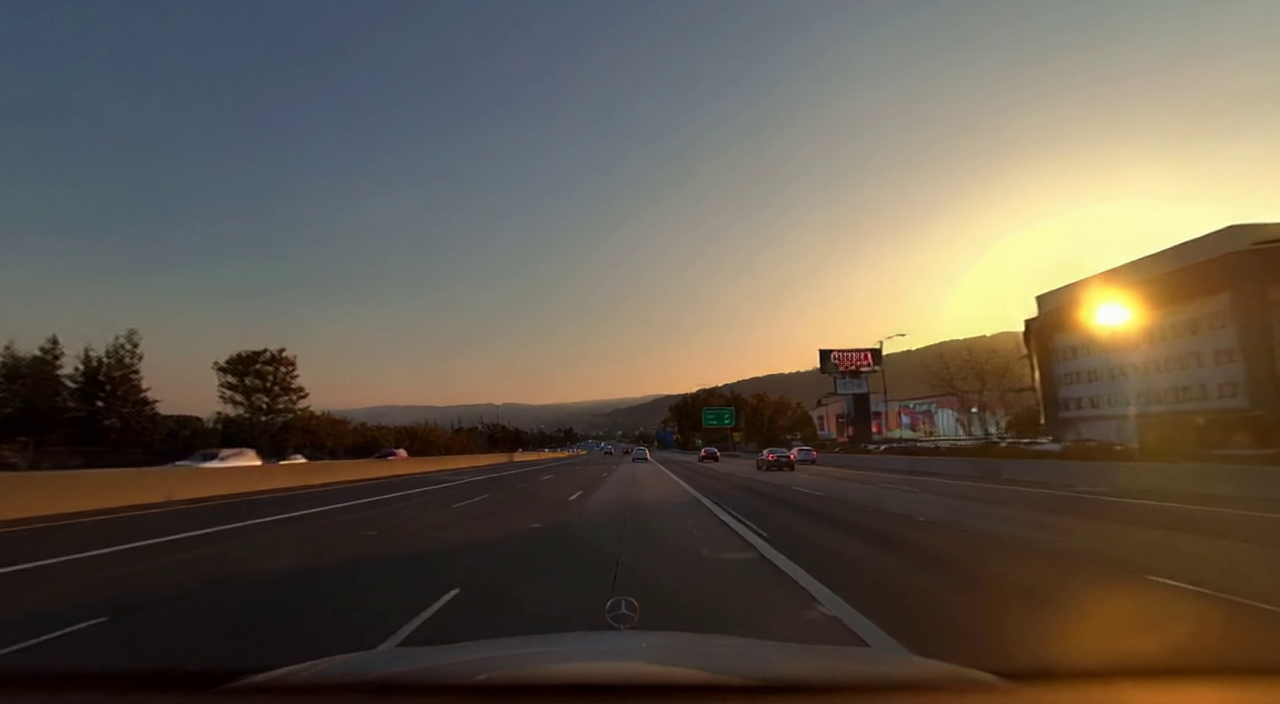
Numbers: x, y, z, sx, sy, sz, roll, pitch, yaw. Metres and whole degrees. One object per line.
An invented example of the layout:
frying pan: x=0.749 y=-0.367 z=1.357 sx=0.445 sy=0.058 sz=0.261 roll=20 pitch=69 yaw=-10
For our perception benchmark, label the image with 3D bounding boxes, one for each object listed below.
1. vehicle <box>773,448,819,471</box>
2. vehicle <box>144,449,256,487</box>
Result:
vehicle: x=10.657 y=7.350 z=43.501 sx=1.953 sy=1.473 sz=4.512 roll=0 pitch=-9 yaw=-1
vehicle: x=-19.875 y=5.227 z=28.837 sx=1.925 sy=1.547 sz=4.418 roll=0 pitch=-9 yaw=0
